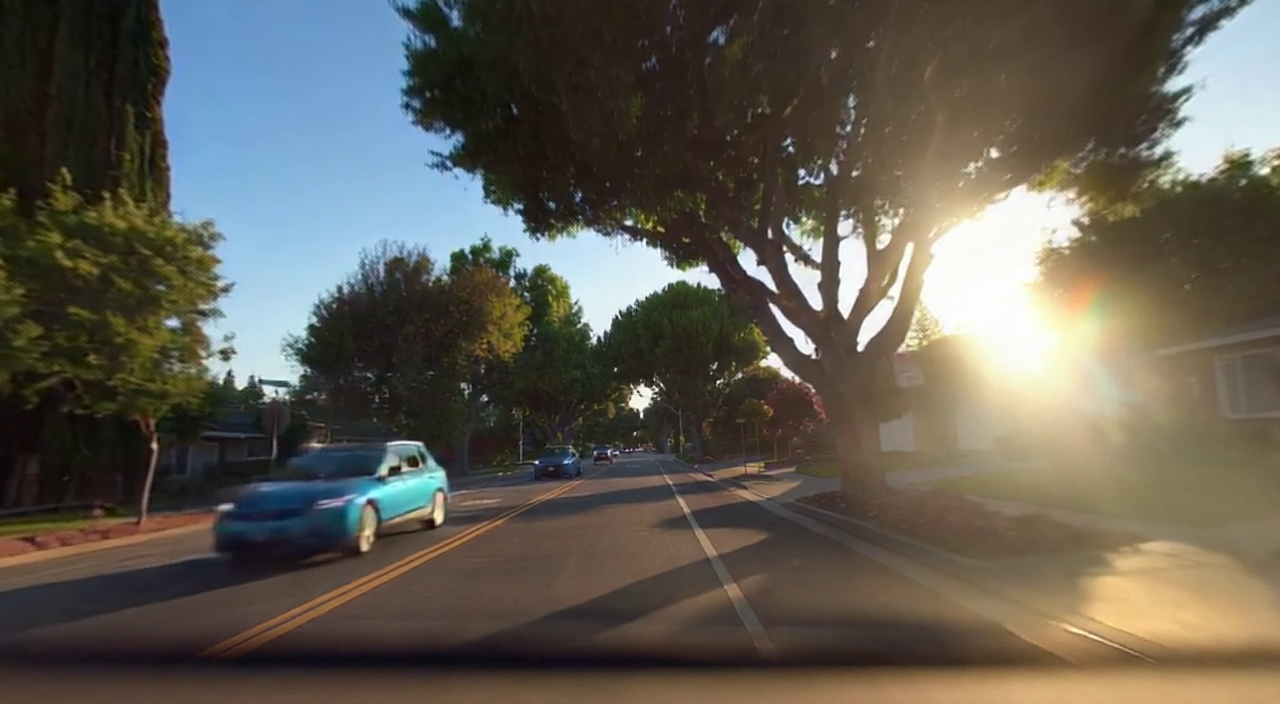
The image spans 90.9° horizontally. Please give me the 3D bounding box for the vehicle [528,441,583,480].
[{"bbox_3d":[-4.159,5.384,31.744,2.041,1.780,4.618,0,-8,1],"label":"vehicle"}]

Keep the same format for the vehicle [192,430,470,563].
[{"bbox_3d":[-4.645,2.211,10.577,2.167,1.691,4.755,0,-8,1],"label":"vehicle"}]
